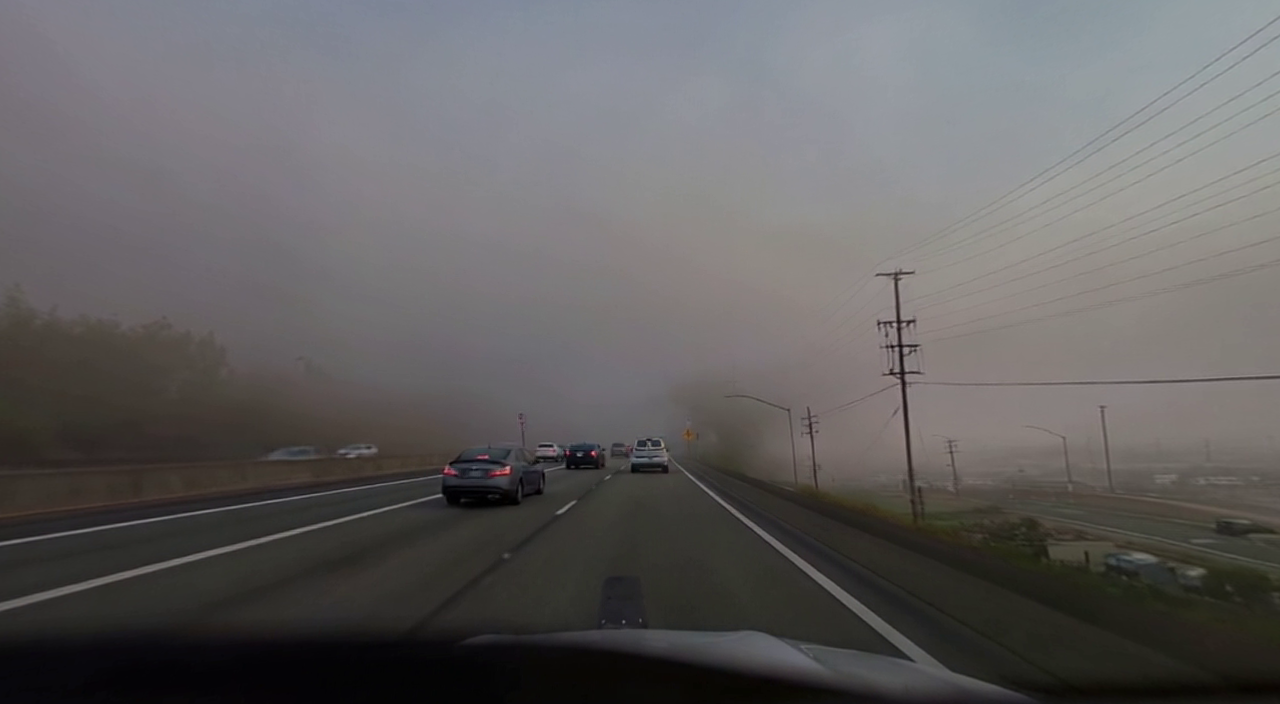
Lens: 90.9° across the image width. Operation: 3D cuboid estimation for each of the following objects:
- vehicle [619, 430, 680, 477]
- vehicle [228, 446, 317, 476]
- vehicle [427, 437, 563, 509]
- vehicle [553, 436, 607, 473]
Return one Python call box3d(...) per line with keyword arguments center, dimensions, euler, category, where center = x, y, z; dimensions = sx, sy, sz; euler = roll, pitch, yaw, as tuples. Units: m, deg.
box3d(center=(0.413, 4.239, 26.488), dimensions=(2.319, 1.813, 4.274), euler=(0, -8, 1), category="vehicle")
box3d(center=(-20.028, 5.918, 34.646), dimensions=(1.886, 1.495, 4.780), euler=(-1, -8, 2), category="vehicle")
box3d(center=(-3.258, 2.820, 15.204), dimensions=(2.092, 1.464, 4.466), euler=(0, -8, 2), category="vehicle")
box3d(center=(-2.929, 5.166, 31.901), dimensions=(2.051, 1.695, 4.731), euler=(-1, -8, 3), category="vehicle")
